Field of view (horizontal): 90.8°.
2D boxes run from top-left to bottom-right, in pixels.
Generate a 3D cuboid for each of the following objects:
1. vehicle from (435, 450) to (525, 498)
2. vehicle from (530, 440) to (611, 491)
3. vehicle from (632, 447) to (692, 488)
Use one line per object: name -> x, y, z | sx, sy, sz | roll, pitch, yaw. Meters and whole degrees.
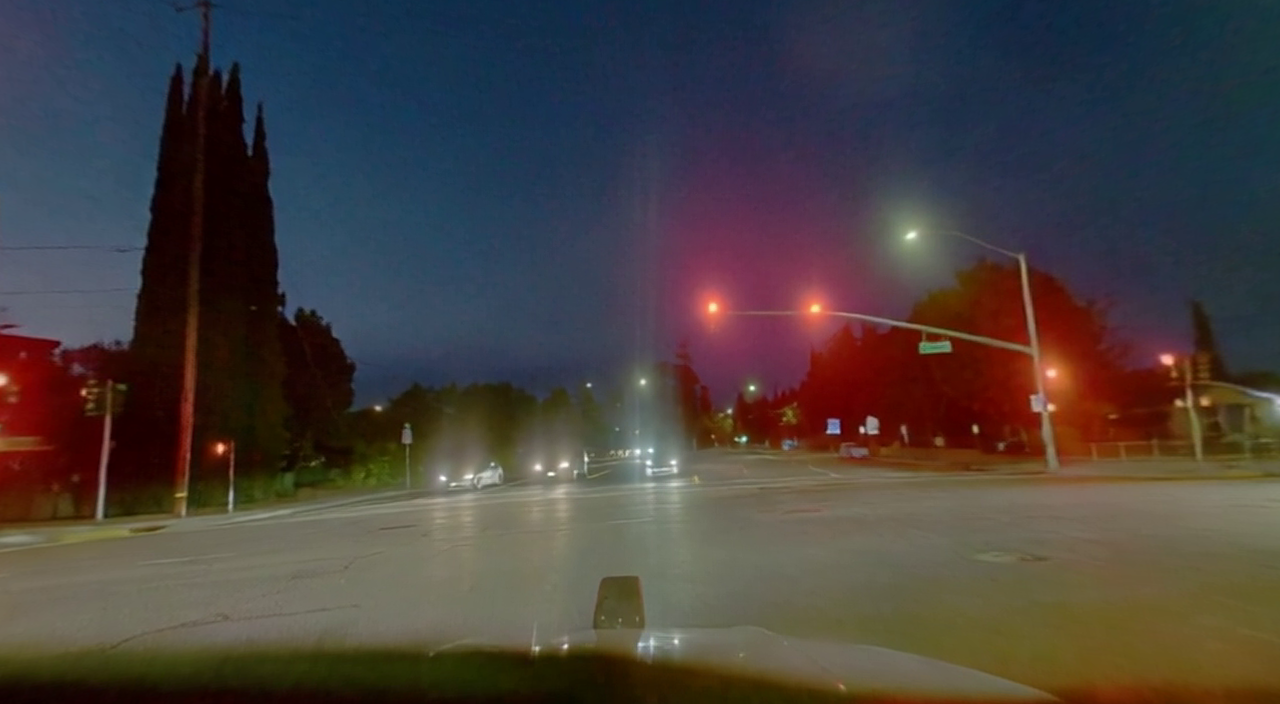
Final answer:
vehicle -> -6.685, 5.157, 27.108 | 2.241, 1.819, 4.690 | -1, -9, 6
vehicle -> -2.852, 4.873, 27.504 | 2.479, 1.977, 5.254 | -1, -9, 5
vehicle -> 0.983, 4.621, 25.721 | 2.174, 1.477, 4.805 | -1, -9, 5
